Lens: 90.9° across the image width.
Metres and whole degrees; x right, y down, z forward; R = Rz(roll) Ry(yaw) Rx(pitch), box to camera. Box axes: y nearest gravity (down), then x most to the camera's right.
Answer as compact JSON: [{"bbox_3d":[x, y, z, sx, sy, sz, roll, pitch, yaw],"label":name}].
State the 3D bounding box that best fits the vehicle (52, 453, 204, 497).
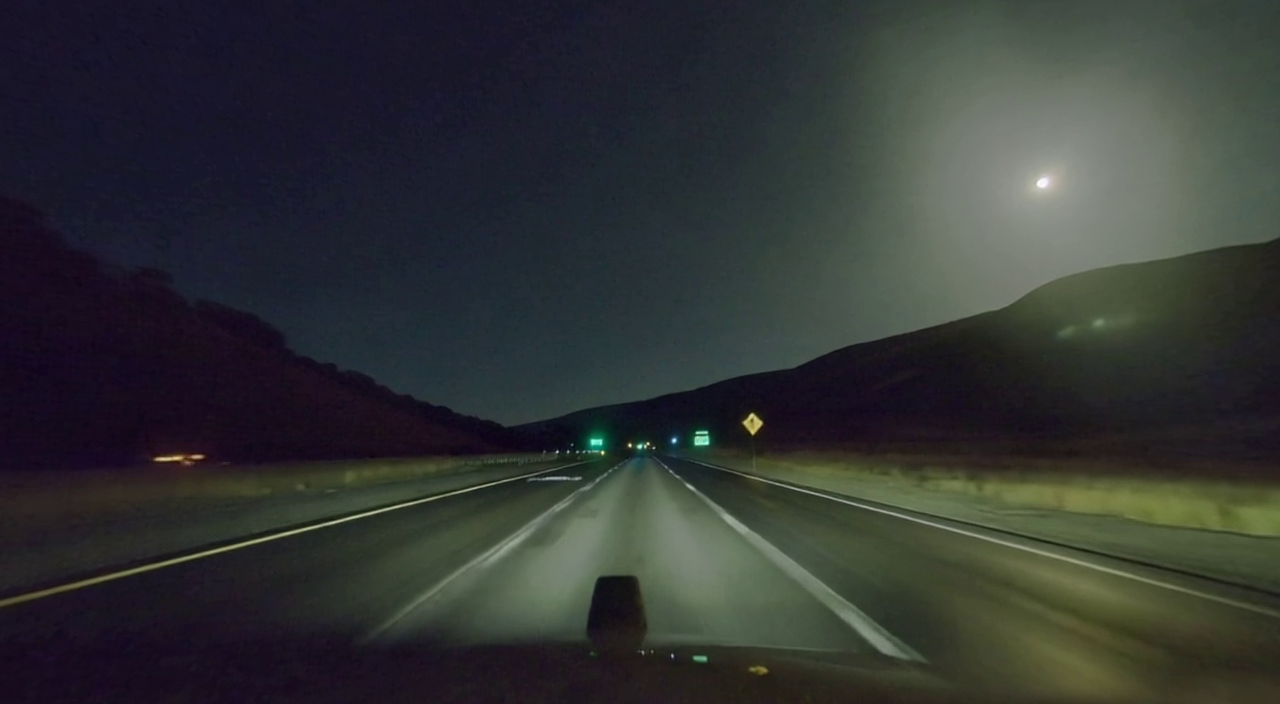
[{"bbox_3d":[-19.429,4.657,24.277,2.002,1.484,4.598,0,-9,0],"label":"vehicle"}]
